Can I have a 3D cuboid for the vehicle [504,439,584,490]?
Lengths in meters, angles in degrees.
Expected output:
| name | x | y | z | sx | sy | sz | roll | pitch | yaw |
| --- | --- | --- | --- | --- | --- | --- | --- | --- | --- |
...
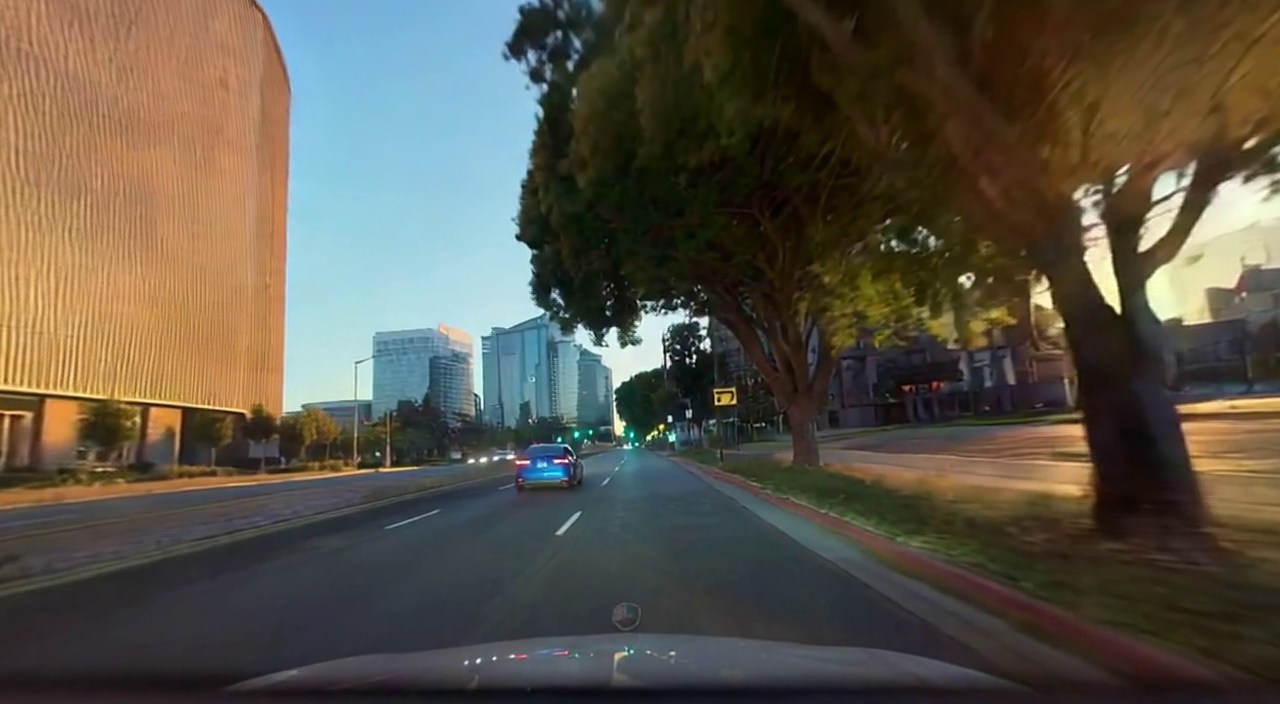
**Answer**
| name | x | y | z | sx | sy | sz | roll | pitch | yaw |
| --- | --- | --- | --- | --- | --- | --- | --- | --- | --- |
| vehicle | -3.116 | 3.753 | 21.370 | 1.971 | 1.486 | 4.380 | -1 | -8 | 1 |
